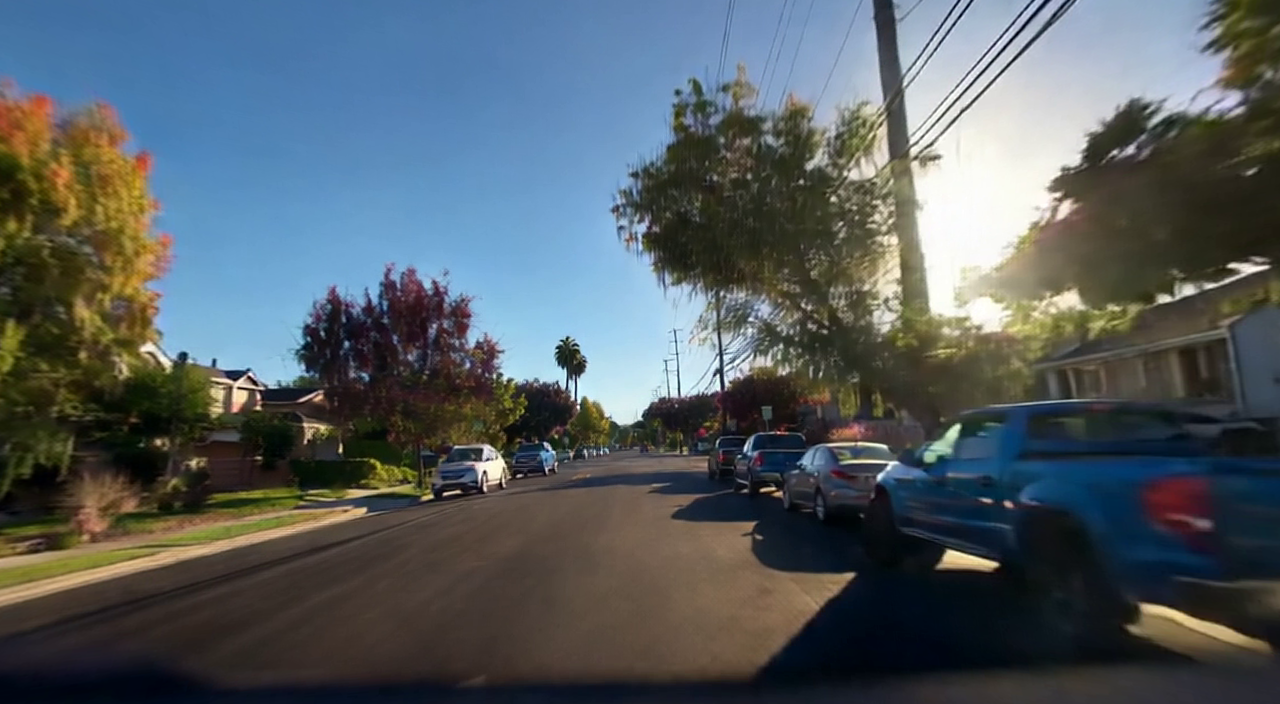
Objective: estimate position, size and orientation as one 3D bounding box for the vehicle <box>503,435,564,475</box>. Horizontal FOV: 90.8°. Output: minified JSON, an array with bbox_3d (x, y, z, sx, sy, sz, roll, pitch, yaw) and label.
[{"bbox_3d":[-5.886,5.810,35.785,2.455,2.045,6.171,0,-8,0],"label":"vehicle"}]

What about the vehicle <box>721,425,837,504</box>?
[{"bbox_3d":[3.420,2.882,16.550,1.979,1.762,4.621,0,-8,0],"label":"vehicle"}]

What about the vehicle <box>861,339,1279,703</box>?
[{"bbox_3d":[3.540,1.150,4.979,2.012,1.777,4.505,0,-8,1],"label":"vehicle"}]

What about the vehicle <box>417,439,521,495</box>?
[{"bbox_3d":[-5.879,4.009,22.484,2.226,1.768,4.780,0,-8,2],"label":"vehicle"}]
